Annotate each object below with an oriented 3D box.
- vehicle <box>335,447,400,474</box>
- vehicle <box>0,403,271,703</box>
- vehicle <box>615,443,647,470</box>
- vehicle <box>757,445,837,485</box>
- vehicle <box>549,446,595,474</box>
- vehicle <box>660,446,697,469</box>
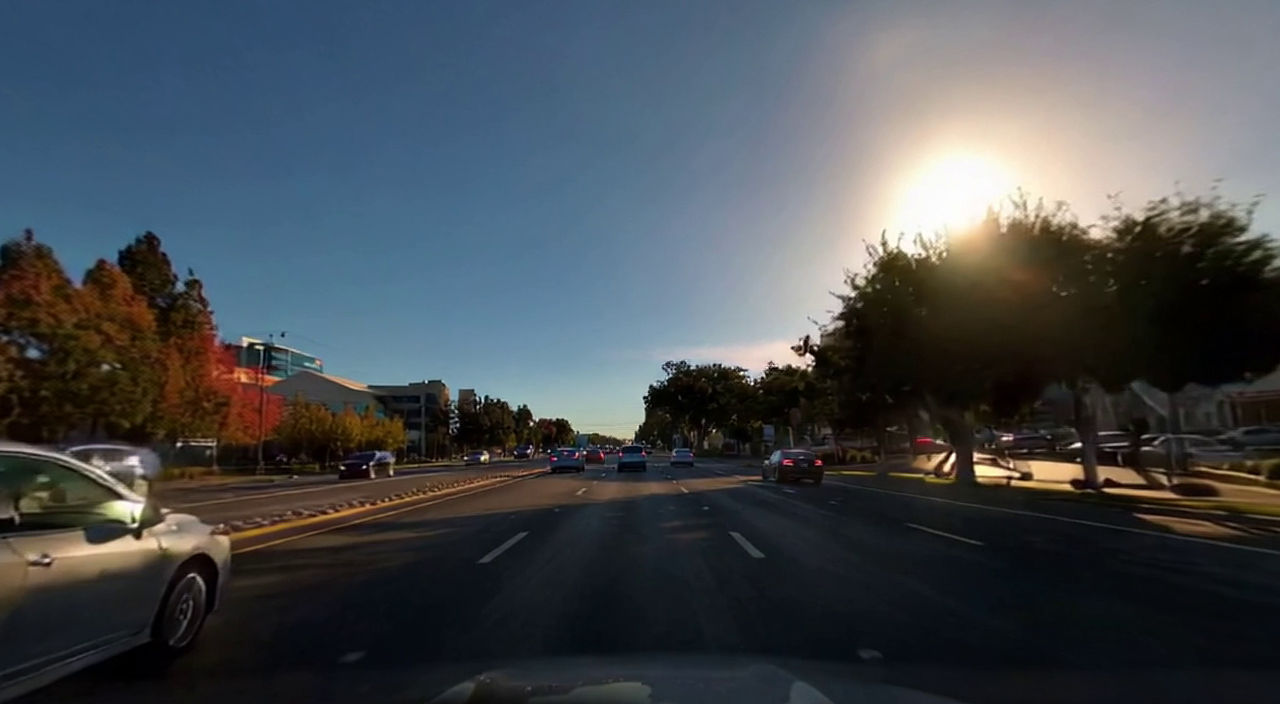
[{"bbox_3d":[-15.949,6.367,37.206,1.835,1.455,4.487,0,-8,0],"label":"vehicle"},{"bbox_3d":[-3.736,0.927,2.430,2.018,1.476,4.364,0,-8,0],"label":"vehicle"},{"bbox_3d":[-0.618,6.890,41.879,2.008,1.716,4.125,0,-8,-1],"label":"vehicle"},{"bbox_3d":[6.278,4.549,25.863,2.028,1.451,4.625,0,-8,-1],"label":"vehicle"},{"bbox_3d":[-3.853,6.161,36.417,2.163,1.474,4.413,0,-8,0],"label":"vehicle"},{"bbox_3d":[2.499,6.969,41.809,2.014,1.430,4.103,0,-8,-2],"label":"vehicle"}]
